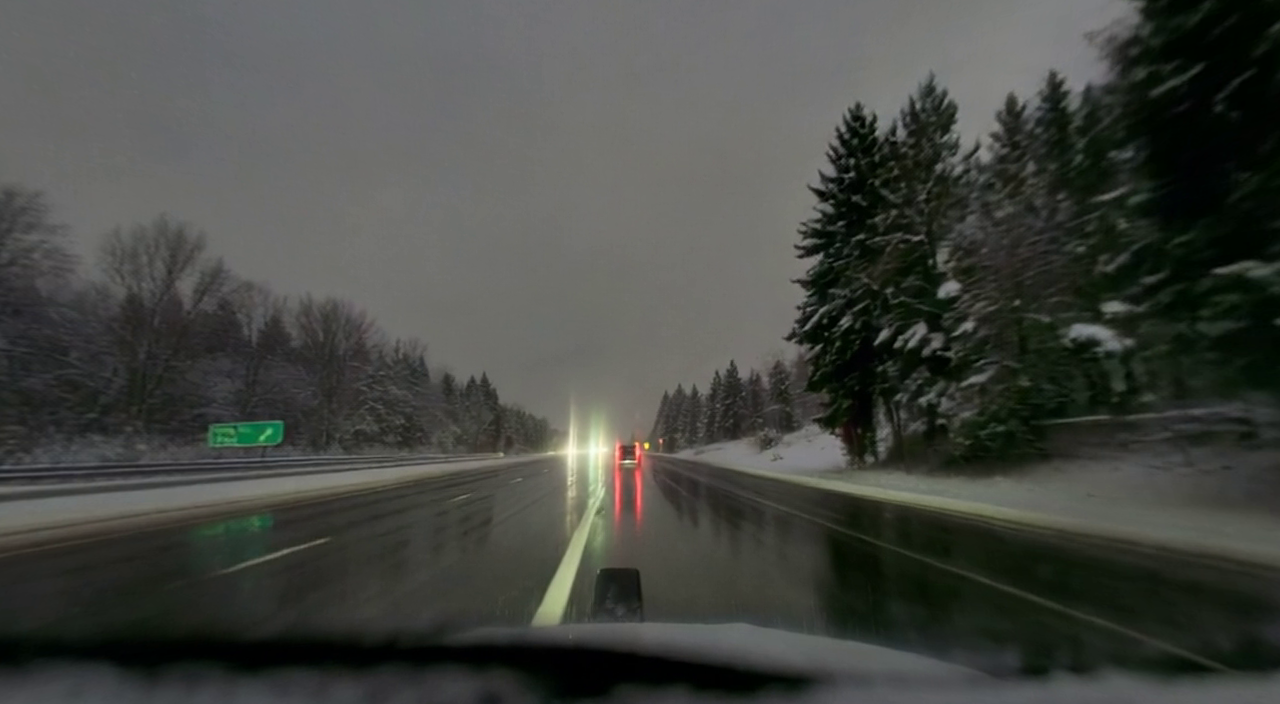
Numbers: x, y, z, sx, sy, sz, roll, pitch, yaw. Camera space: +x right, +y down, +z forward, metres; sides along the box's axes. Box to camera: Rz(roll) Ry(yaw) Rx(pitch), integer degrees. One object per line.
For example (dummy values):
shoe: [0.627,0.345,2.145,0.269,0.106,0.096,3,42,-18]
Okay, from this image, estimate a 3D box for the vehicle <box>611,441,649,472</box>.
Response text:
vehicle: [-0.586,6.273,37.853,2.120,1.715,4.153,0,-9,-1]
